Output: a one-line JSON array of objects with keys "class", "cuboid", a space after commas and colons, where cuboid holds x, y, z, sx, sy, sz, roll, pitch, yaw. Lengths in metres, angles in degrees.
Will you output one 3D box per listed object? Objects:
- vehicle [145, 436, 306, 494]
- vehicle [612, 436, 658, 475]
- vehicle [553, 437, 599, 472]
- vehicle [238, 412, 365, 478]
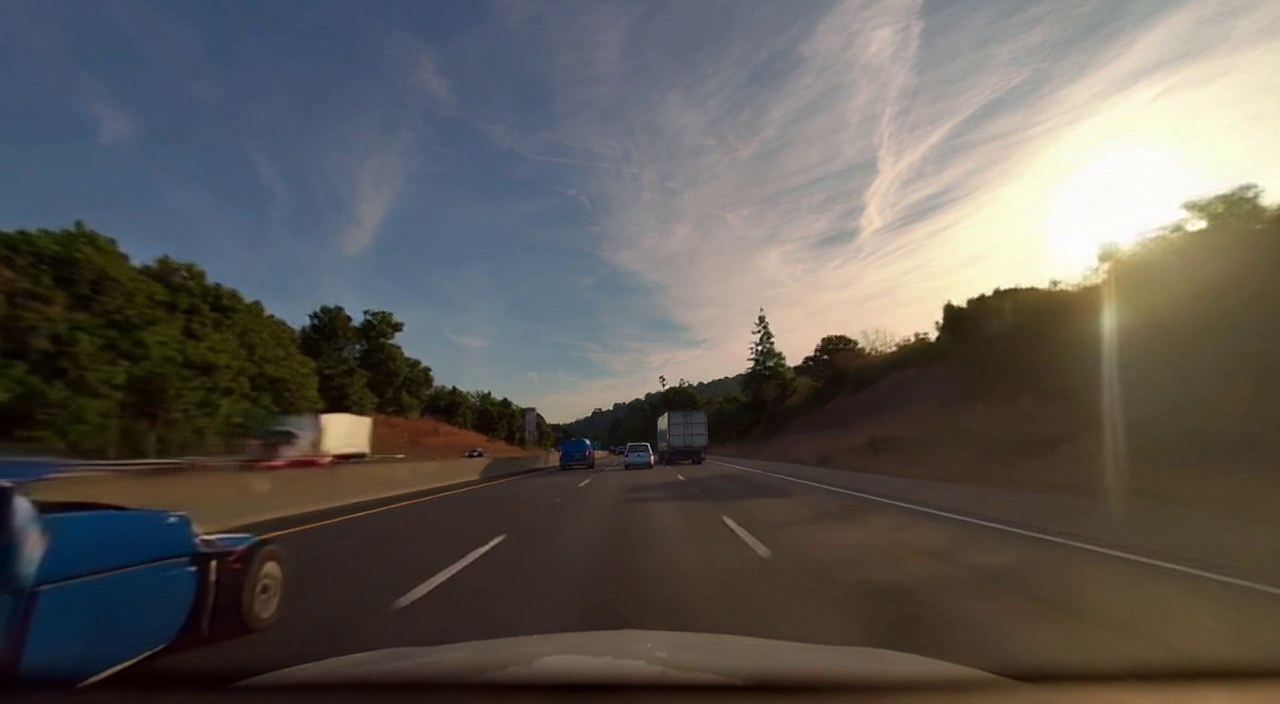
[{"class": "vehicle", "cuboid": [-11.777, 3.225, 18.303, 1.806, 1.465, 4.136, 0, -9, 1]}, {"class": "vehicle", "cuboid": [-0.242, 5.301, 32.340, 2.209, 1.825, 4.036, 0, -9, 0]}, {"class": "vehicle", "cuboid": [-3.827, 6.243, 38.460, 2.167, 1.991, 5.062, -1, -9, 1]}, {"class": "vehicle", "cuboid": [-15.429, 4.343, 29.341, 2.271, 2.672, 6.428, 0, -9, 0]}]
